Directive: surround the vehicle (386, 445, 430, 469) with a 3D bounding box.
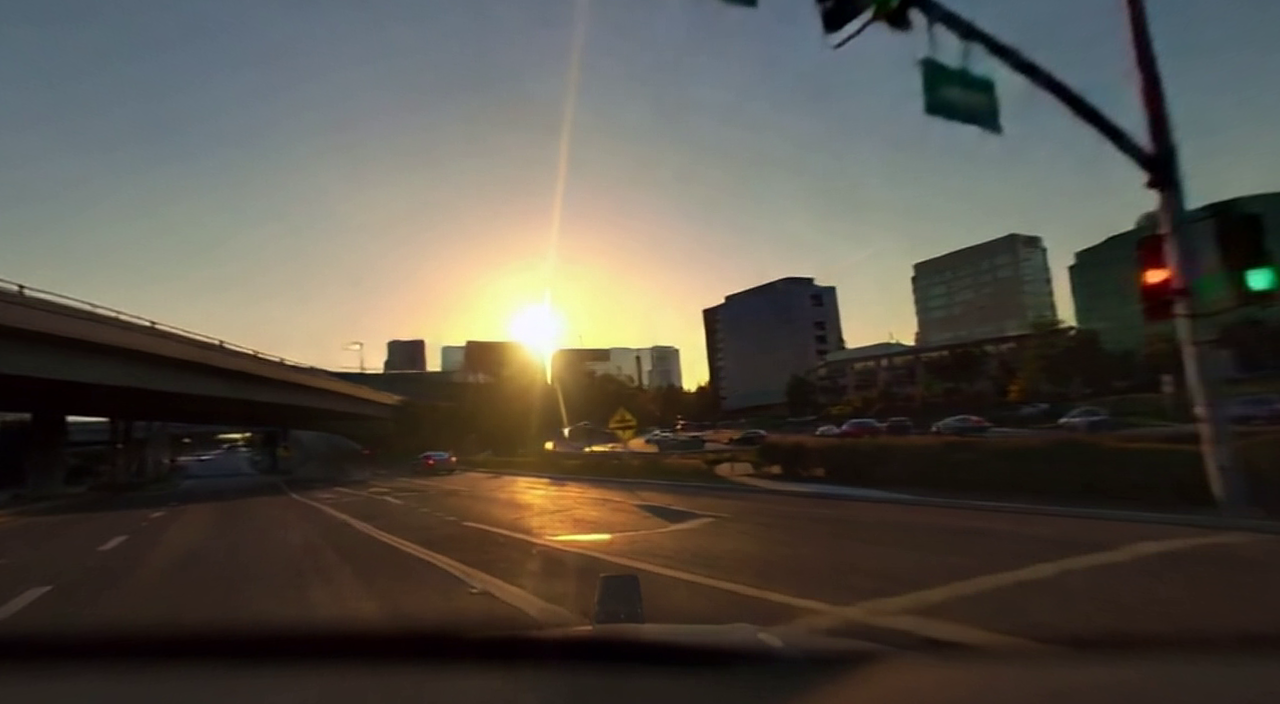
[{"bbox_3d":[-16.302,7.339,44.232,2.007,1.605,3.852,5,-10,-32],"label":"vehicle"}]

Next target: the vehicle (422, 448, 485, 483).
[{"bbox_3d":[-9.104,5.453,30.643,2.048,1.516,3.874,4,-10,-29],"label":"vehicle"}]
